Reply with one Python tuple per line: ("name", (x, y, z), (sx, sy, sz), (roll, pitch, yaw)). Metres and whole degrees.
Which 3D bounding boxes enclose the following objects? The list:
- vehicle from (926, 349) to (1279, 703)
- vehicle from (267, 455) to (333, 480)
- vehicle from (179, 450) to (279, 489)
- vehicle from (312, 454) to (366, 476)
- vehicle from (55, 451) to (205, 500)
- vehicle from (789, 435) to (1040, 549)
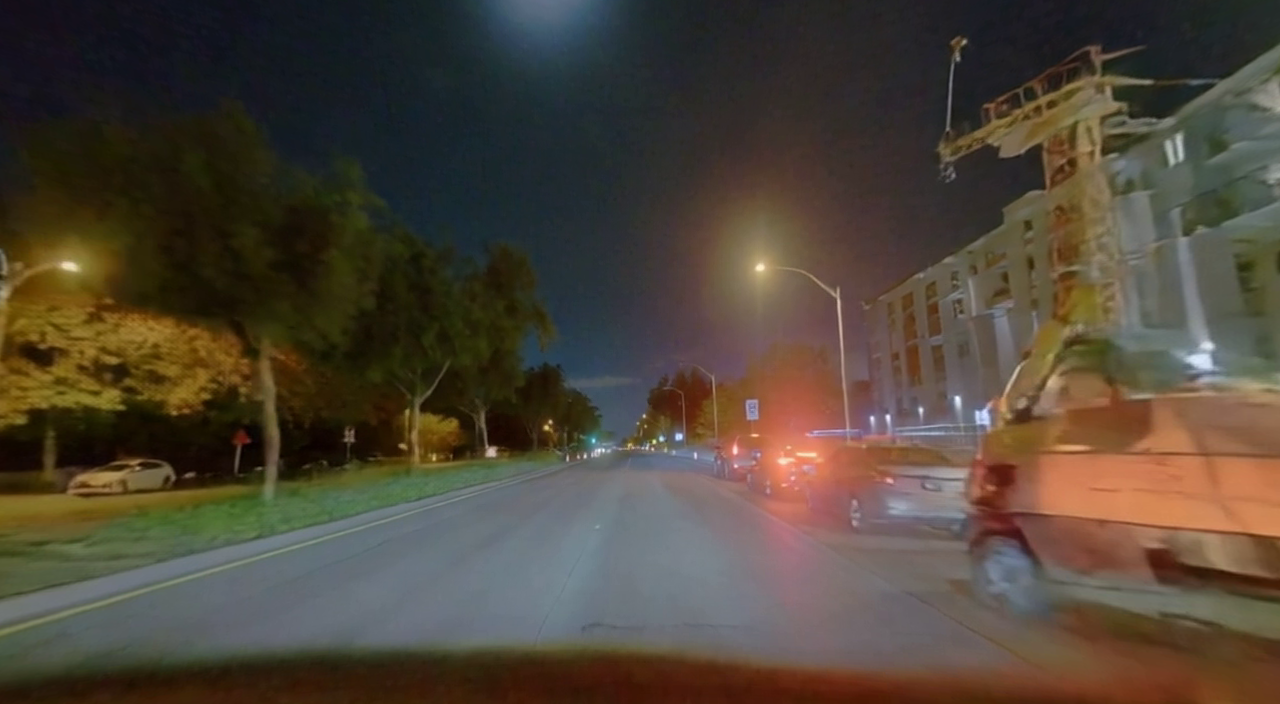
("vehicle", (4.275, 1.117, 4.606), (2.050, 1.832, 4.794), (0, -8, -1))
("vehicle", (-21.525, 7.319, 40.138), (1.834, 1.441, 4.416), (0, -8, -2))
("vehicle", (-21.452, 6.109, 33.183), (2.027, 1.855, 4.908), (0, -8, -2))
("vehicle", (-21.565, 8.075, 45.331), (1.746, 1.447, 4.448), (0, -8, 0))
("vehicle", (-21.480, 5.172, 26.941), (1.986, 1.805, 5.444), (0, -8, -2))
("vehicle", (4.055, 2.132, 10.394), (2.003, 1.442, 4.606), (0, -8, -1))
